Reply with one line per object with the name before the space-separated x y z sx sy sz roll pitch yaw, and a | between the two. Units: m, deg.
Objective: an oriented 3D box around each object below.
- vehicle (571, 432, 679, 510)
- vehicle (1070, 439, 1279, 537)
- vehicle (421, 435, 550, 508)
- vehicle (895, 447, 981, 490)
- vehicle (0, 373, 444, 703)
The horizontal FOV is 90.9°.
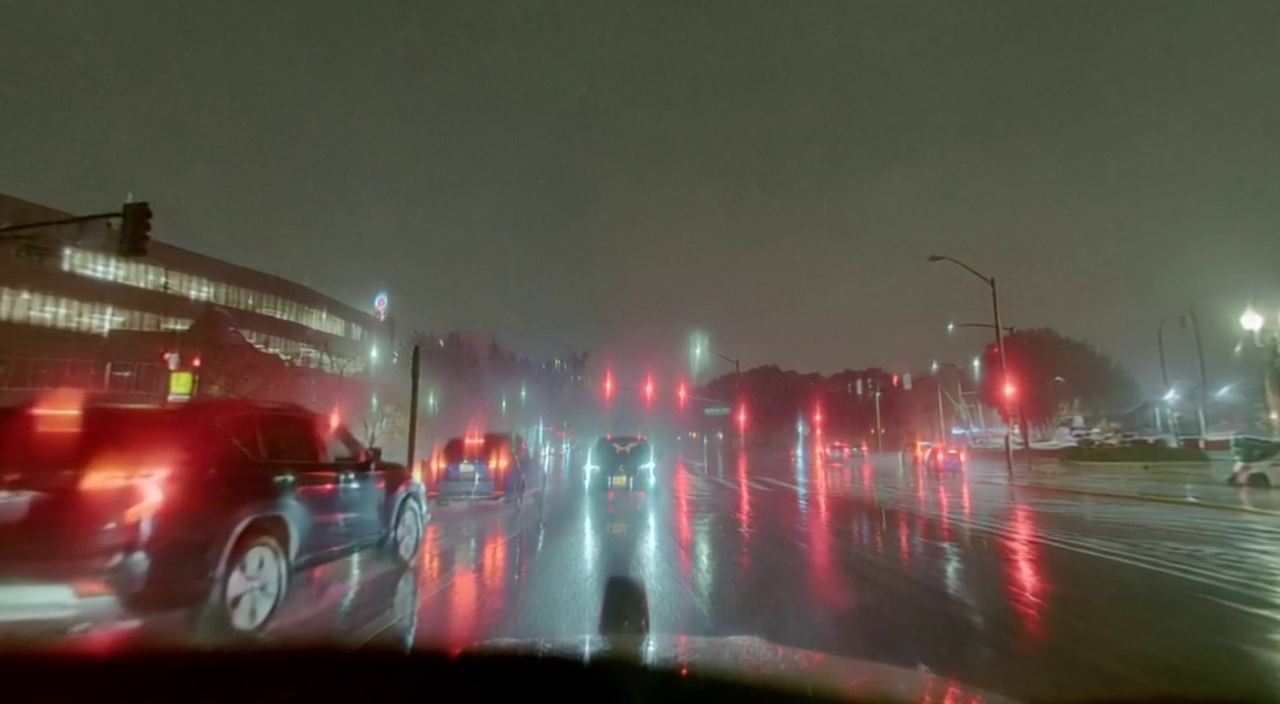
vehicle | -0.310 2.582 14.122 2.059 1.477 3.988 0 -8 -1
vehicle | 10.591 2.408 11.887 1.936 1.474 4.331 0 -8 1
vehicle | -3.473 2.766 15.082 1.939 1.474 4.327 0 -8 1
vehicle | 11.971 4.649 25.624 1.935 1.435 4.141 3 -8 7
vehicle | -3.446 1.277 5.404 2.057 1.678 4.639 0 -8 0
